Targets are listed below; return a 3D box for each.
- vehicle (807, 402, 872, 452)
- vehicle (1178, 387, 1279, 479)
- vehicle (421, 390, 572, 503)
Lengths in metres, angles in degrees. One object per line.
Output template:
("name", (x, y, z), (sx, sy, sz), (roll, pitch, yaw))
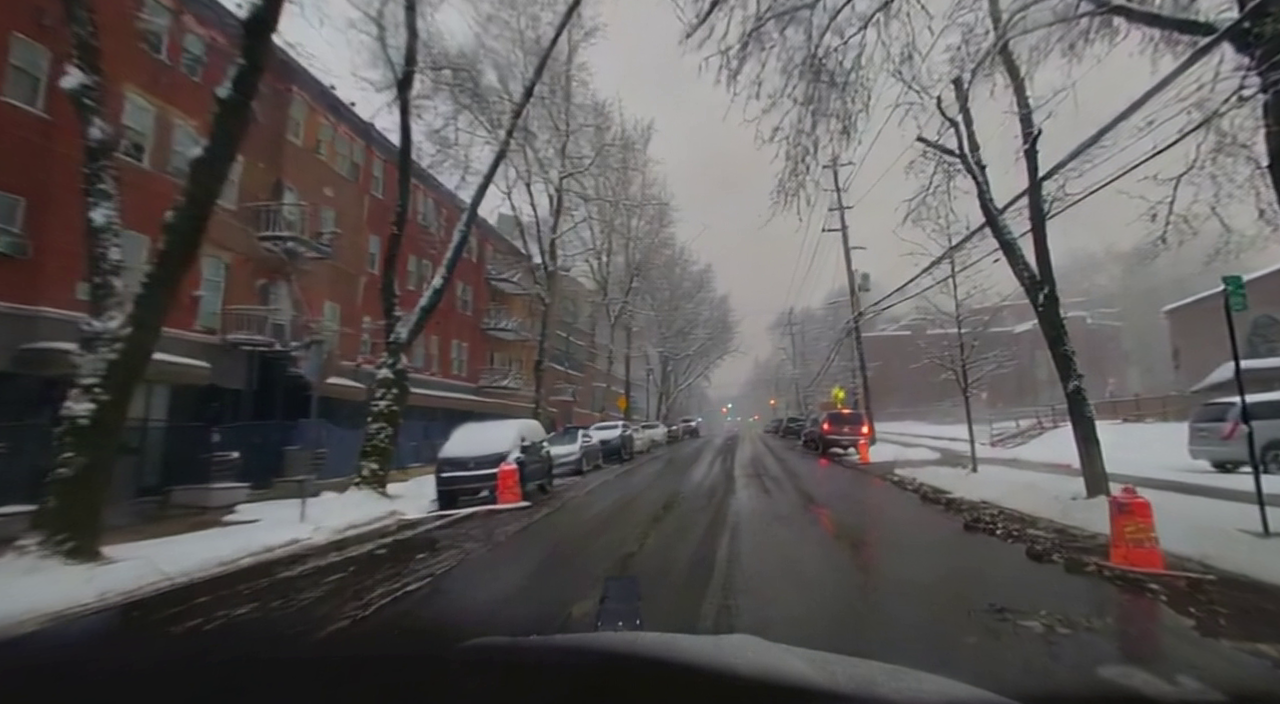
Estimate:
("vehicle", (8.655, 3.366, 27.779), (1.994, 1.857, 4.393), (1, -10, 8))
("vehicle", (15.955, 1.797, 14.645), (4.585, 1.977, 2.170), (-6, -10, 17))
("vehicle", (-3.048, 2.136, 14.401), (1.894, 2.186, 3.901), (-2, -8, 11))
